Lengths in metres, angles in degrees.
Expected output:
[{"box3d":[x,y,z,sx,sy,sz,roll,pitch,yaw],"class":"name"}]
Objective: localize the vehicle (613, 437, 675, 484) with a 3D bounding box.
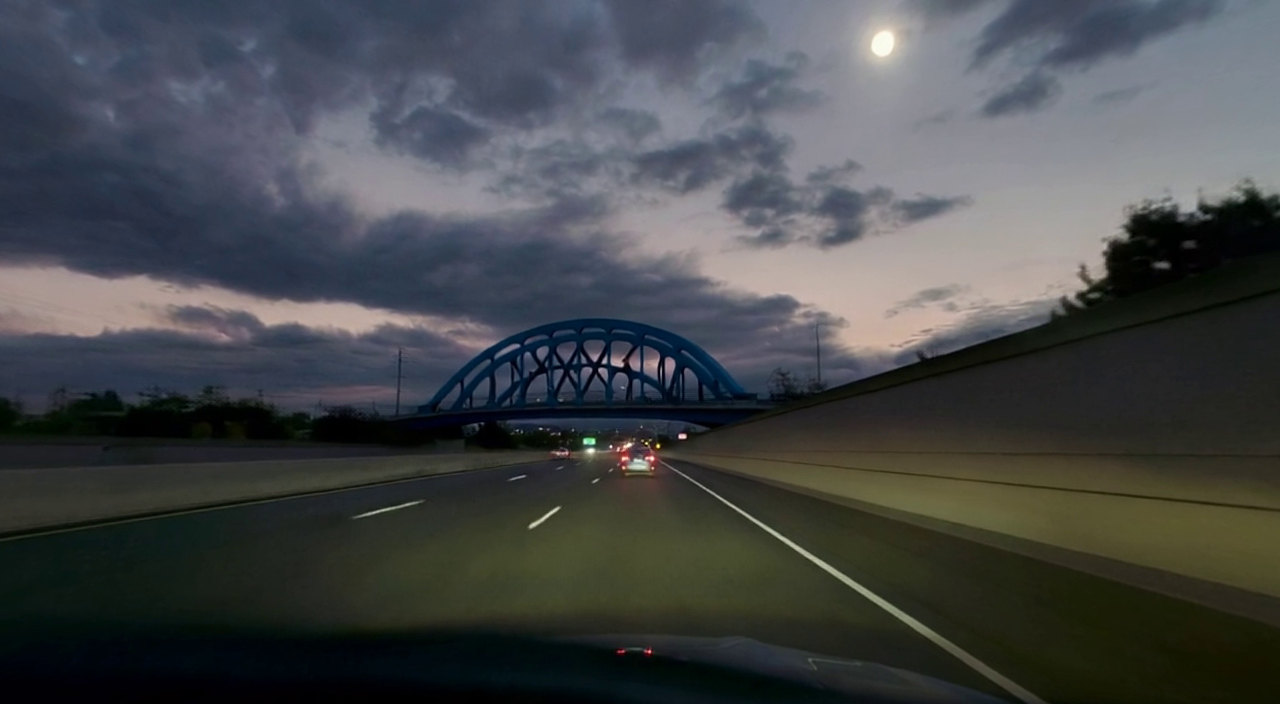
[{"box3d":[0.146,4.392,25.851,2.299,1.716,4.579,0,-9,0],"class":"vehicle"}]
